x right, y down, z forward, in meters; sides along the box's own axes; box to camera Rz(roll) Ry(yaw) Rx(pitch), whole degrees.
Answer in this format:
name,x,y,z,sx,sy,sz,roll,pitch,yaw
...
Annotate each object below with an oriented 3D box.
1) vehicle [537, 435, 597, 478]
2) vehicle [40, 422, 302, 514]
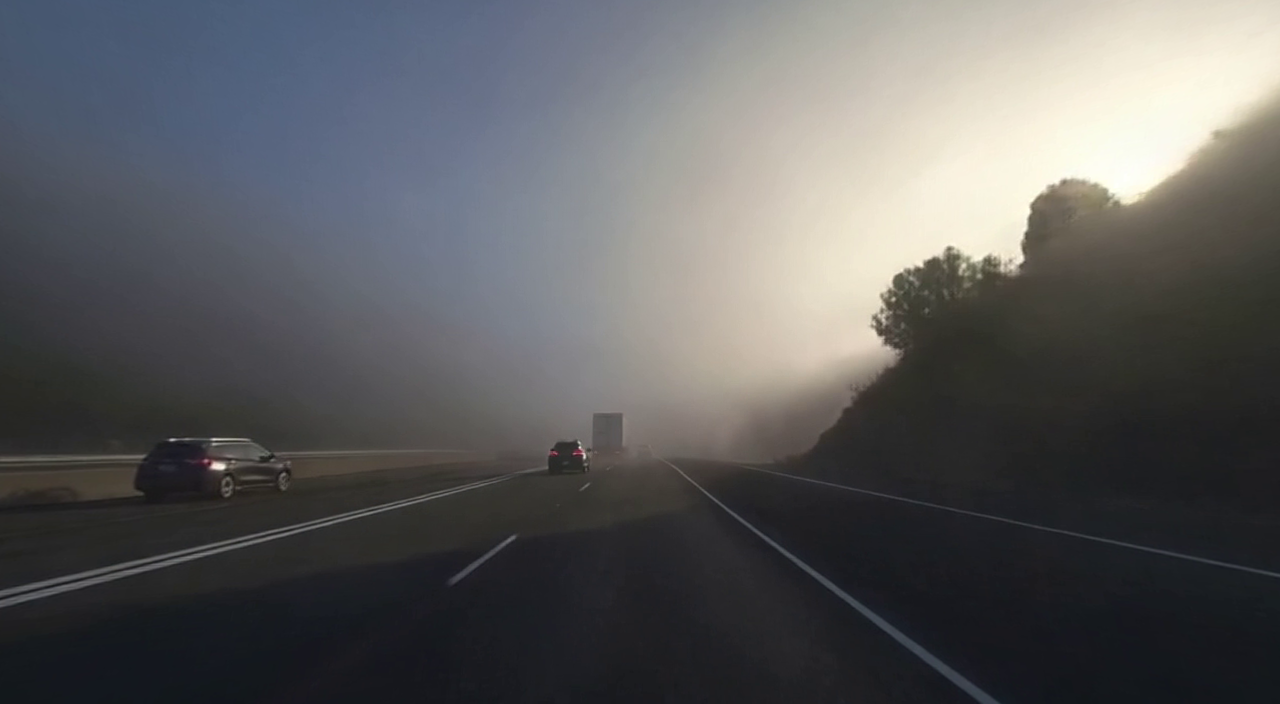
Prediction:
name,x,y,z,sx,sy,sz,roll,pitch,yaw
vehicle,-3.137,4.588,27.863,2.099,1.734,4.413,0,-8,0
vehicle,-10.922,2.738,15.417,2.130,1.828,5.523,0,-8,0
